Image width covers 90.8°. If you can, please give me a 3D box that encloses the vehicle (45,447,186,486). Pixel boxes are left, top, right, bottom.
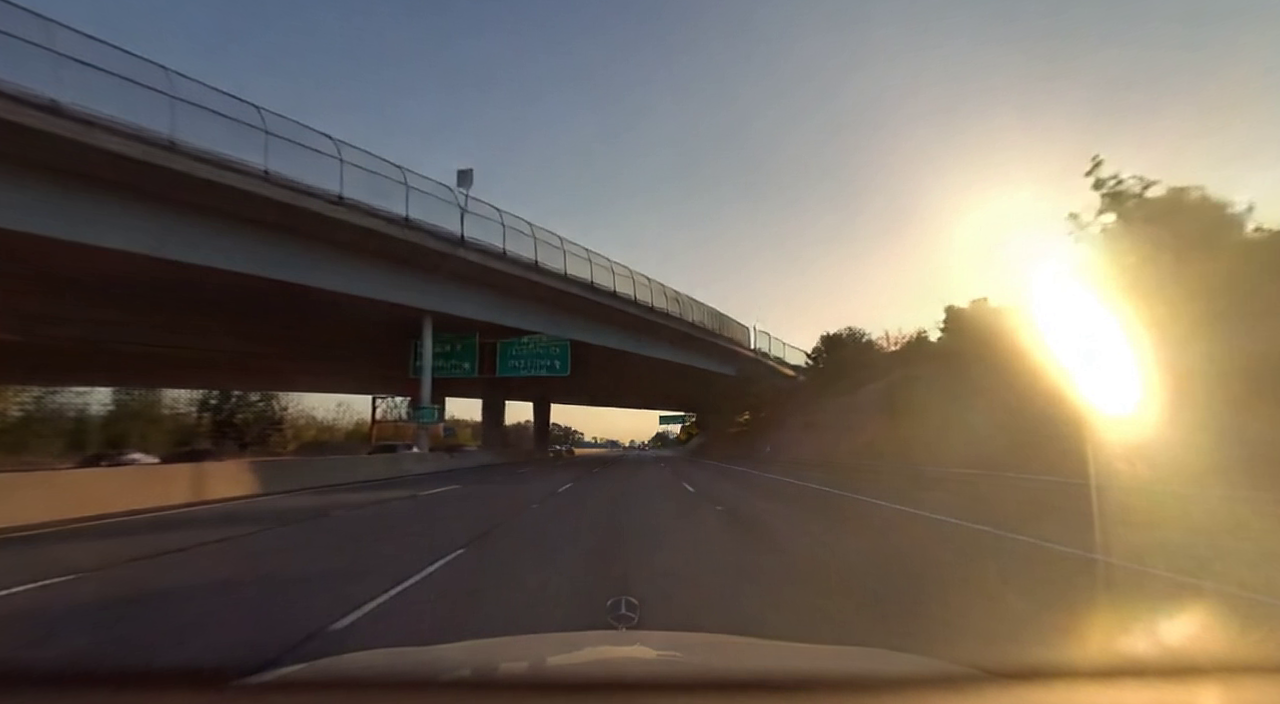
[{"bbox_3d":[-21.847,4.768,26.594,1.912,1.452,4.667,0,-8,0],"label":"vehicle"}]

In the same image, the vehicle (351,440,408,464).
[{"bbox_3d":[-17.857,6.874,43.518,1.925,1.533,4.589,-1,-8,1],"label":"vehicle"}]
